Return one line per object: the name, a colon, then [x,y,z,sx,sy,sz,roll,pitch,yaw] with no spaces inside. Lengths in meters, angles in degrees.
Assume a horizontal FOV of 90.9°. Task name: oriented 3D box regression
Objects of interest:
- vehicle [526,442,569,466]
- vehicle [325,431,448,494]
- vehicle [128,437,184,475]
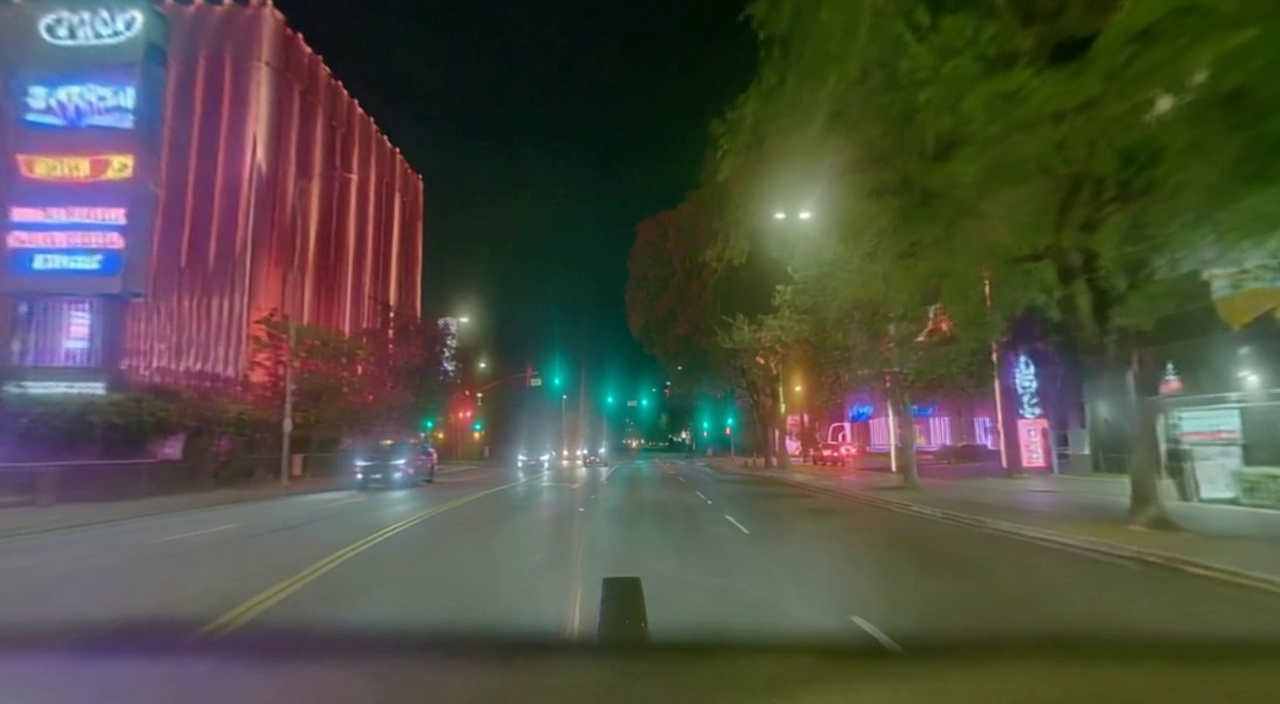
vehicle: [-6.021,6.711,41.644,2.097,1.495,4.489,0,-8,1]
vehicle: [-8.586,3.773,21.980,2.242,1.919,4.922,0,-8,0]
vehicle: [-26.551,5.671,34.742,2.099,1.901,4.832,6,-10,-35]
